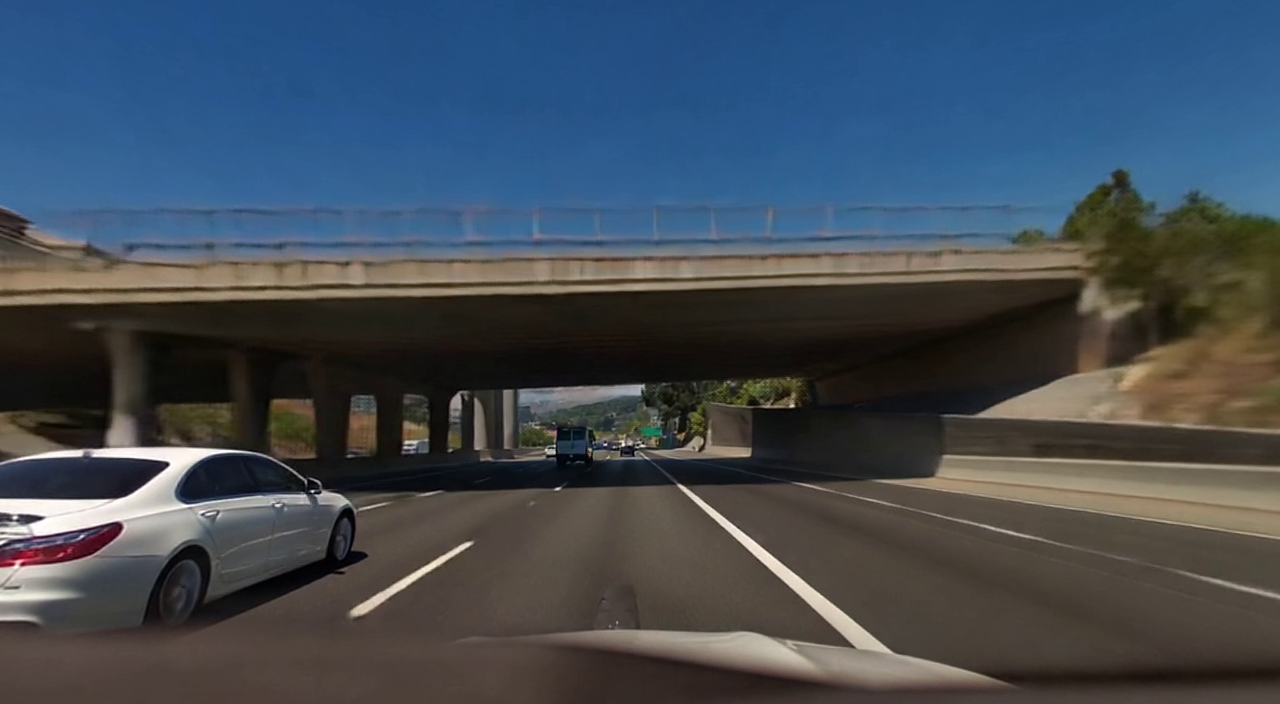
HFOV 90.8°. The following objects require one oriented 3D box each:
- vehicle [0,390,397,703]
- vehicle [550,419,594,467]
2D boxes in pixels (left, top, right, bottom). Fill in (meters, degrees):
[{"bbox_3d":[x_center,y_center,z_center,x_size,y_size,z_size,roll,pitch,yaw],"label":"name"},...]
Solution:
[{"bbox_3d":[-3.826,1.275,4.939,2.025,1.556,4.594,0,-8,0],"label":"vehicle"},{"bbox_3d":[-4.410,6.078,42.139,2.364,2.953,6.732,0,-8,-1],"label":"vehicle"}]
